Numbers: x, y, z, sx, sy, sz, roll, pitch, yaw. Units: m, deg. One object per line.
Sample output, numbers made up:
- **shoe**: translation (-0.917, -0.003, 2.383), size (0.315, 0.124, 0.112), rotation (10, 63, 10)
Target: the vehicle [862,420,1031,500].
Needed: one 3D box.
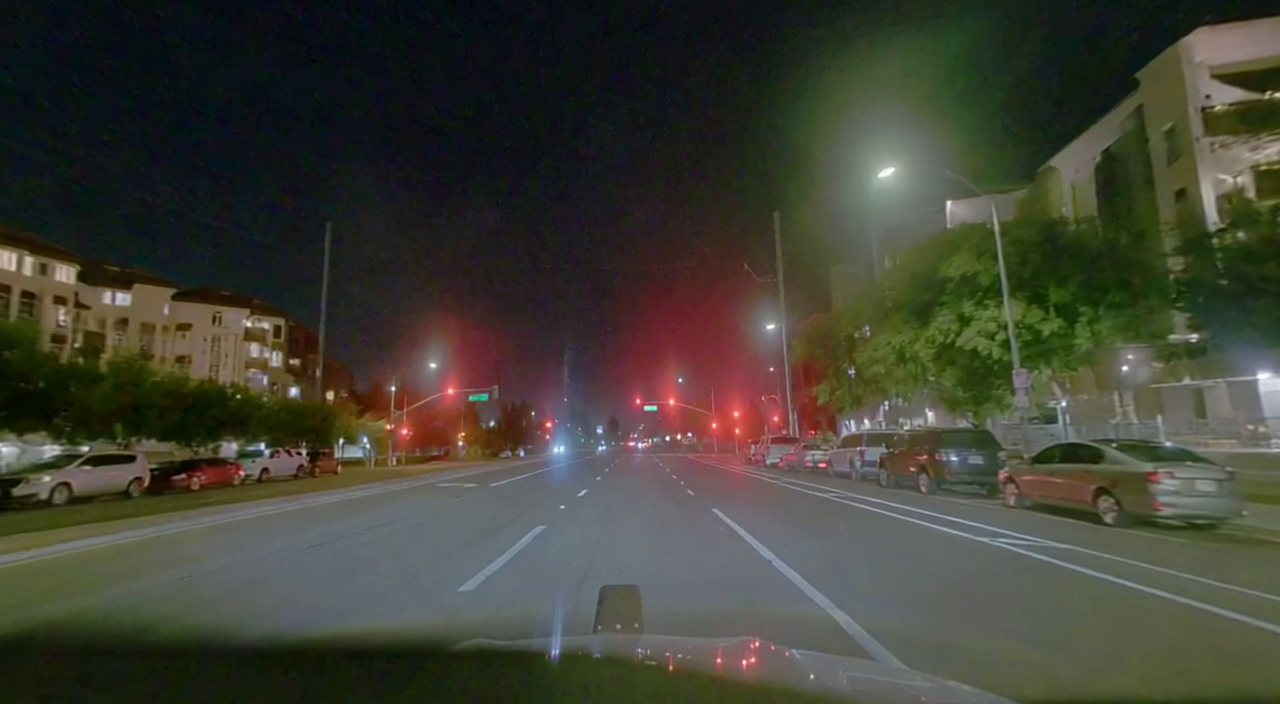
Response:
- **vehicle**: translation (7.936, 2.847, 17.037), size (2.034, 1.822, 4.953), rotation (0, -9, 0)

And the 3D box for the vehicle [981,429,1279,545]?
- **vehicle**: translation (7.953, 2.080, 10.513), size (1.892, 1.457, 4.840), rotation (0, -9, 1)

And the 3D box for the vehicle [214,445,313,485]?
- **vehicle**: translation (-22.346, 6.692, 37.906), size (2.328, 1.929, 6.055), rotation (-5, -9, -1)

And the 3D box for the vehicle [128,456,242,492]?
- **vehicle**: translation (-22.297, 5.978, 31.293), size (1.878, 1.561, 5.061), rotation (0, -9, 0)

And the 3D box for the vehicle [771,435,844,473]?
- **vehicle**: translation (7.866, 4.848, 30.202), size (1.987, 1.628, 4.712), rotation (0, -9, -3)

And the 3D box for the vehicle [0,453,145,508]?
- **vehicle**: translation (-22.323, 4.833, 24.225), size (2.322, 1.781, 5.374), rotation (-1, -9, 0)
